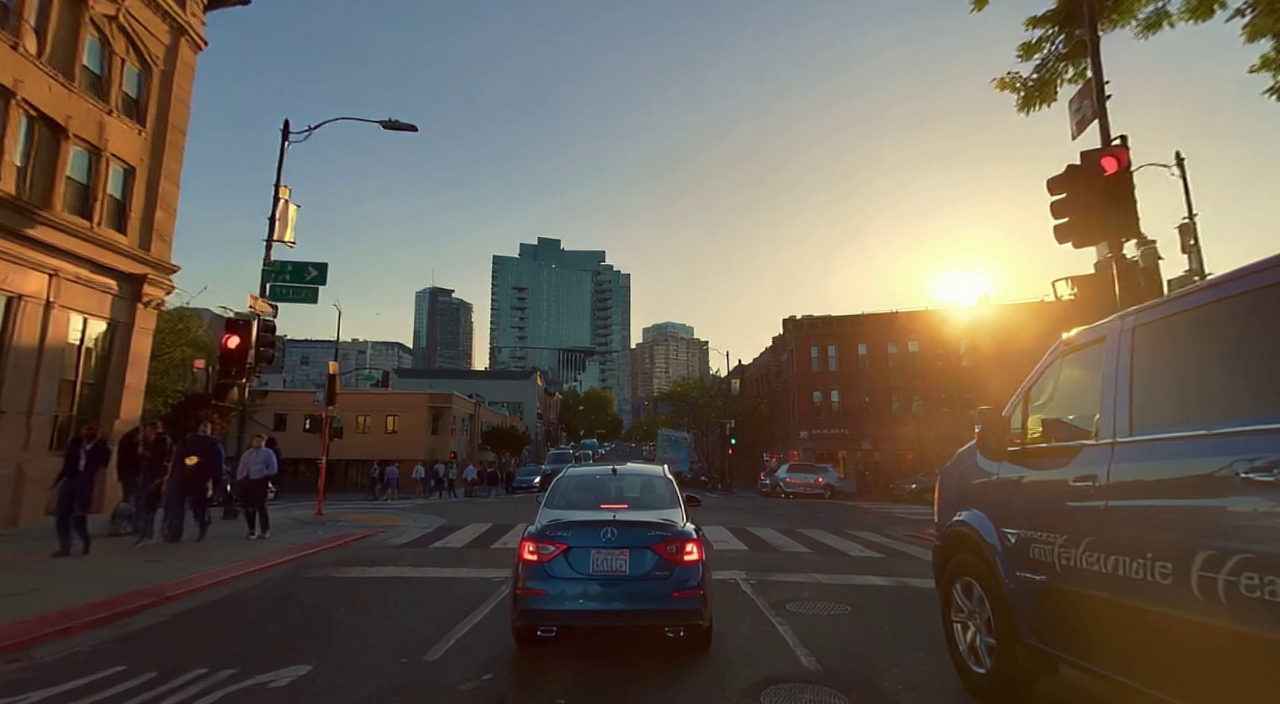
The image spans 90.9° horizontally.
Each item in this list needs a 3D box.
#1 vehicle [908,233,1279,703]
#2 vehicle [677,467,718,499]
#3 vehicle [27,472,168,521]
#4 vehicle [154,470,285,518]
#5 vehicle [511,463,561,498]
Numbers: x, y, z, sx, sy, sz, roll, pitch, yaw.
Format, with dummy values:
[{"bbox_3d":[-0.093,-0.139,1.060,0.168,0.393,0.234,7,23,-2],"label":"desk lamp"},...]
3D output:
[{"bbox_3d":[3.220,0.553,1.297,2.632,1.979,6.096,0,-9,0],"label":"vehicle"},{"bbox_3d":[3.470,8.018,38.859,1.908,1.741,4.066,0,-9,-3],"label":"vehicle"},{"bbox_3d":[-25.476,6.773,29.740,4.588,2.048,2.110,0,-9,1],"label":"vehicle"},{"bbox_3d":[-19.766,6.667,29.768,4.750,2.083,2.002,-1,-9,3],"label":"vehicle"},{"bbox_3d":[-6.352,7.878,39.010,2.226,1.896,4.438,-1,-9,1],"label":"vehicle"}]
